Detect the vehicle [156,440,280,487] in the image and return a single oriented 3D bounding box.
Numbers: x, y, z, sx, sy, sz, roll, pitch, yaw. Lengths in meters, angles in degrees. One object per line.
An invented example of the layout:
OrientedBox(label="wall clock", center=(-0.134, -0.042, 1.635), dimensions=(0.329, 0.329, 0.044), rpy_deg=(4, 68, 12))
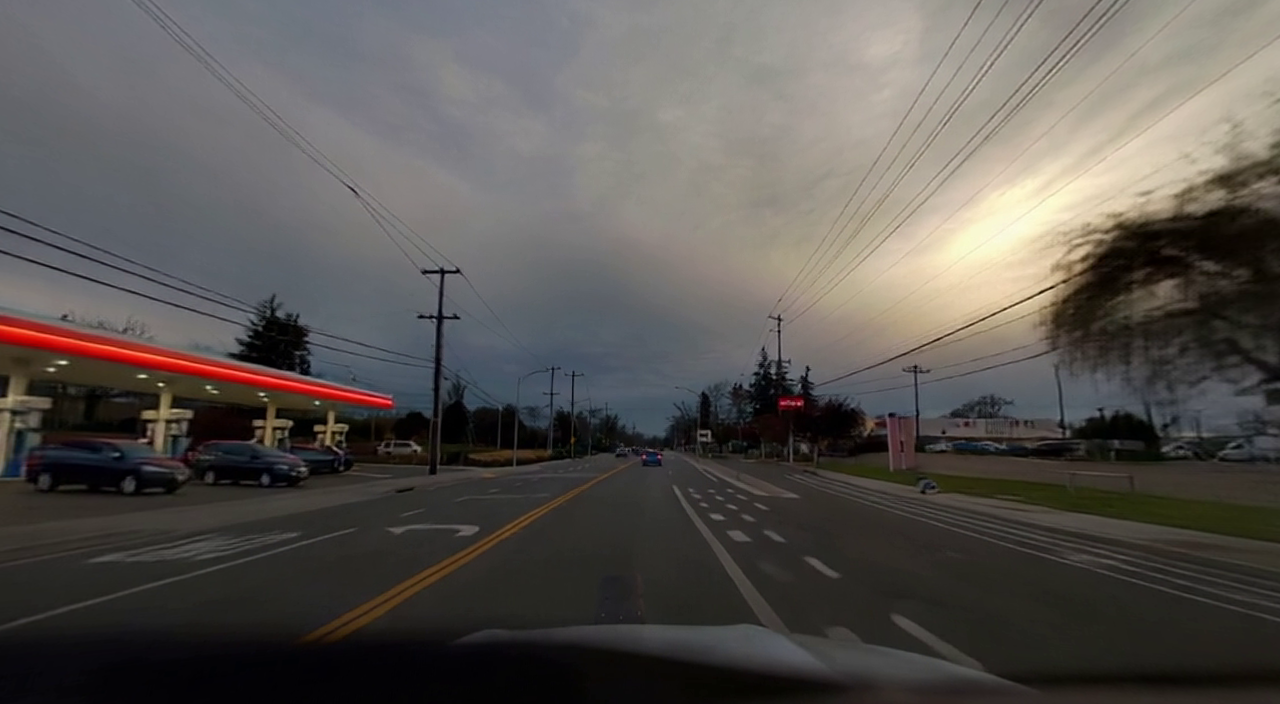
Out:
OrientedBox(label="vehicle", center=(-16.942, 4.481, 25.686), dimensions=(1.928, 1.708, 4.344), rpy_deg=(0, -9, 2))

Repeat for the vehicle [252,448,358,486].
OrientedBox(label="vehicle", center=(-13.834, 4.754, 26.447), dimensions=(1.947, 1.435, 4.606), rpy_deg=(0, -9, 0))

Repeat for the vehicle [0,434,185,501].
OrientedBox(label="vehicle", center=(-16.520, 3.451, 19.238), dimensions=(1.890, 1.761, 4.578), rpy_deg=(0, -9, -1))
